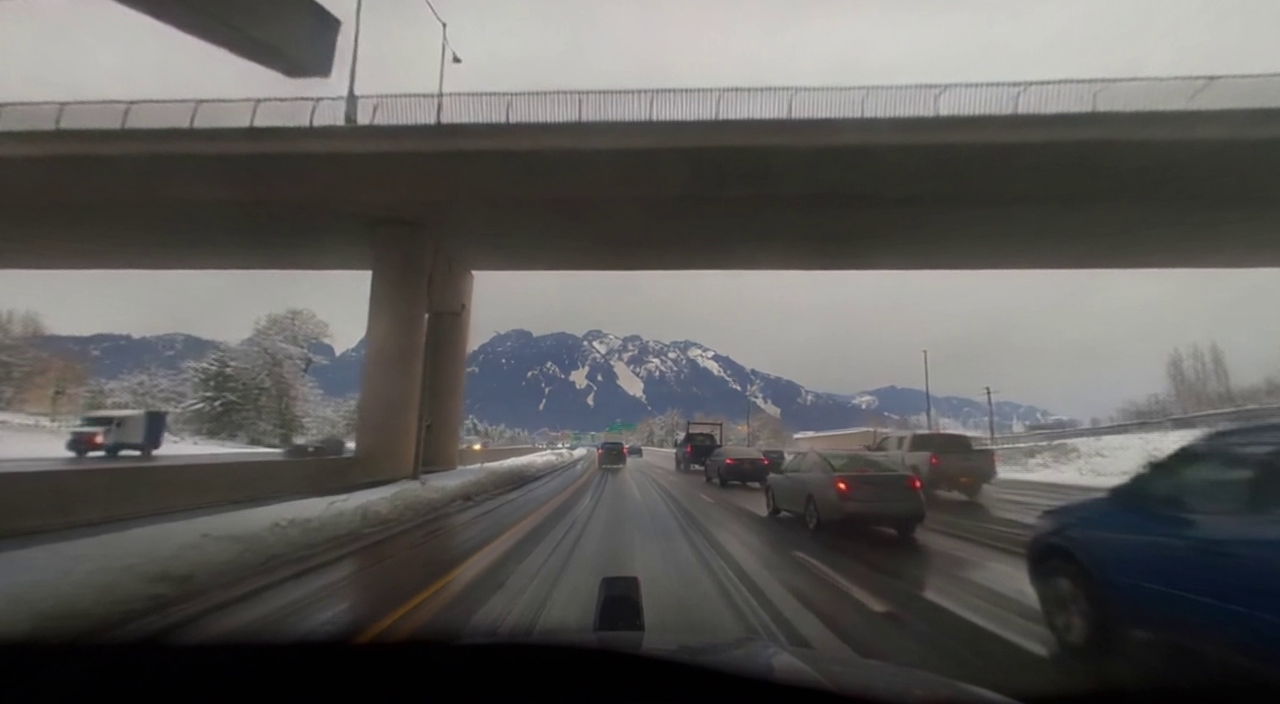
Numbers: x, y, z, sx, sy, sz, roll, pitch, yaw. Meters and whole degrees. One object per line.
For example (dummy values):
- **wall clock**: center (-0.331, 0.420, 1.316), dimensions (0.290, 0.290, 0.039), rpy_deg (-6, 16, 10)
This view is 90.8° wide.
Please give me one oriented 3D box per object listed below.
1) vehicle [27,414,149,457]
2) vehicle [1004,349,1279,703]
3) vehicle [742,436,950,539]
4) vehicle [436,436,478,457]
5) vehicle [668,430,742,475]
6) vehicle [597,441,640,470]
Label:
- **vehicle**: center (-31.943, 4.914, 36.878), dimensions (2.245, 2.276, 5.722), rpy_deg (1, -8, -5)
- **vehicle**: center (4.057, 0.795, 2.403), dimensions (2.276, 1.739, 5.040), rpy_deg (0, -8, -1)
- **vehicle**: center (3.338, 2.288, 11.419), dimensions (2.074, 1.455, 4.646), rpy_deg (0, -8, -2)
- **vehicle**: center (-13.653, 7.061, 47.406), dimensions (2.045, 1.499, 4.501), rpy_deg (0, -8, -4)
- **vehicle**: center (3.118, 5.096, 32.297), dimensions (2.747, 2.061, 7.011), rpy_deg (0, -8, -3)
- **vehicle**: center (-1.203, 5.749, 35.318), dimensions (2.266, 1.549, 3.978), rpy_deg (0, -8, -1)
